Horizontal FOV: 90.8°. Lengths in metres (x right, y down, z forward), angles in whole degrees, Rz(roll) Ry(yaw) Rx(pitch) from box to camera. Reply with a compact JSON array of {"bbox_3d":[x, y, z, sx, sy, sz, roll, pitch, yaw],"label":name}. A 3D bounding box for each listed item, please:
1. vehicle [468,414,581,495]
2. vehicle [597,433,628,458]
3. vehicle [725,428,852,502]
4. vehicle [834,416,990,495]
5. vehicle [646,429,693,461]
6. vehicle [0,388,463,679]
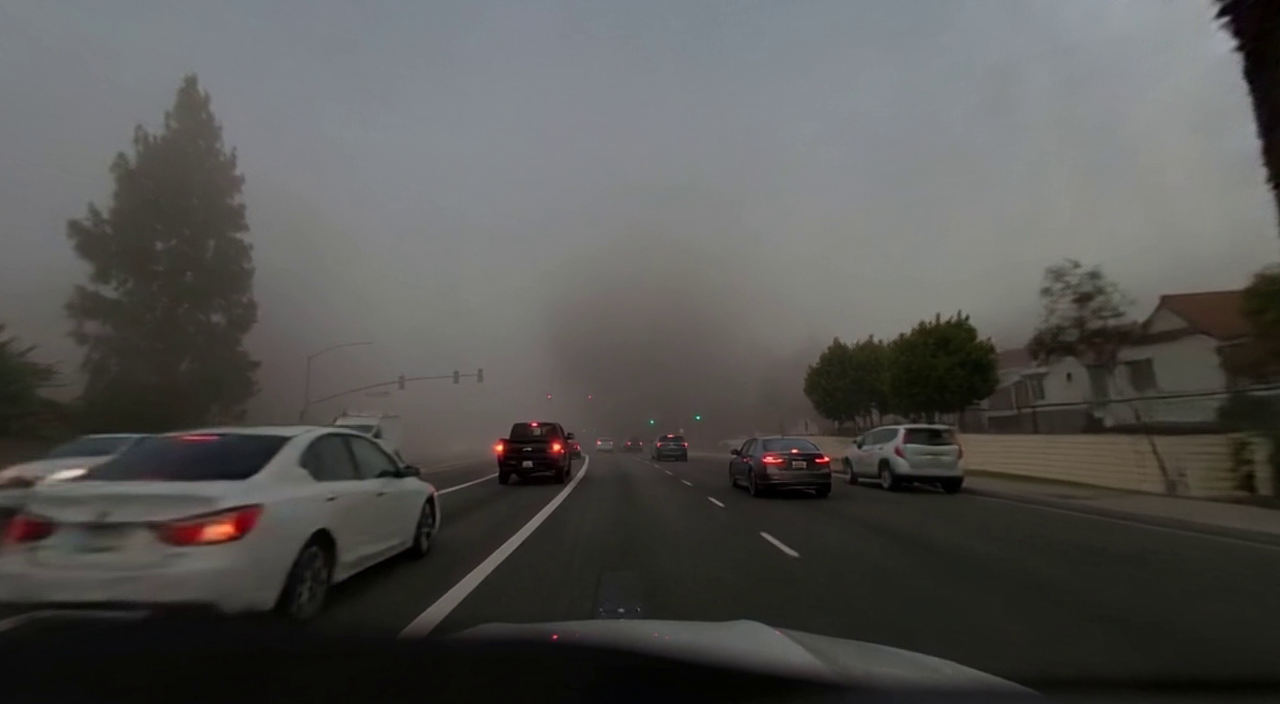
[{"bbox_3d":[-3.118,2.950,18.681,2.354,1.948,6.355,0,-8,-2],"label":"vehicle"},{"bbox_3d":[-2.172,7.193,48.748,2.164,1.867,4.254,1,-8,-6],"label":"vehicle"},{"bbox_3d":[3.327,2.611,15.040,1.870,1.491,4.009,0,-8,-3],"label":"vehicle"},{"bbox_3d":[6.971,2.690,16.796,2.011,1.805,4.260,0,-8,-4],"label":"vehicle"},{"bbox_3d":[1.860,6.170,42.111,2.391,1.960,5.600,0,-8,-5],"label":"vehicle"},{"bbox_3d":[-3.105,1.283,5.595,1.922,1.577,4.140,0,-8,-1],"label":"vehicle"}]
